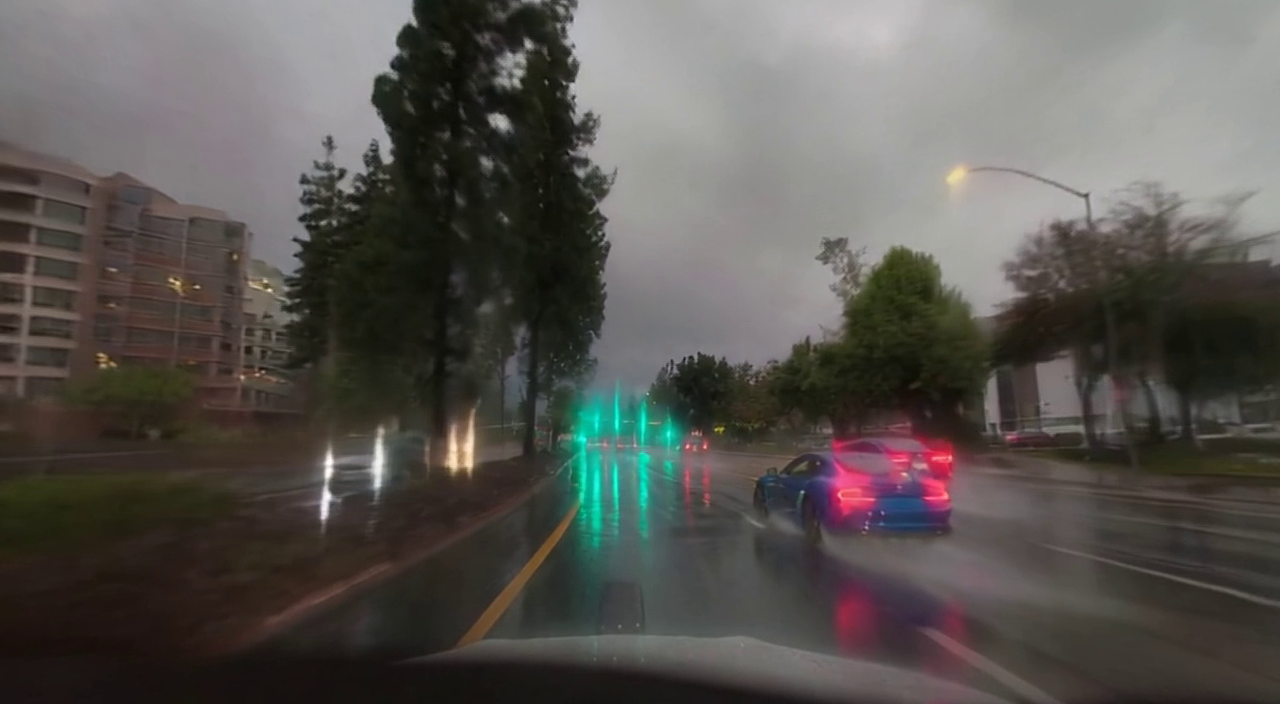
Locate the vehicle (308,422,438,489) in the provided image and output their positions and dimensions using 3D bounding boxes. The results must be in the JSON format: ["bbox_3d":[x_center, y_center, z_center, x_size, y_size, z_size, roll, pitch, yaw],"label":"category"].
[{"bbox_3d":[-7.592,3.010,18.535,2.065,1.712,4.349,0,-9,-3],"label":"vehicle"}]

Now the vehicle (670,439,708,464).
[{"bbox_3d":[3.446,7.087,45.169,1.931,1.685,4.054,1,-9,-8],"label":"vehicle"}]

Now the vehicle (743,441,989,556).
[{"bbox_3d":[3.081,2.082,9.810,1.990,1.347,4.388,0,-9,-3],"label":"vehicle"}]

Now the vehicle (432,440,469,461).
[{"bbox_3d":[-14.360,7.477,48.095,1.921,1.472,4.550,1,-9,-6],"label":"vehicle"}]
